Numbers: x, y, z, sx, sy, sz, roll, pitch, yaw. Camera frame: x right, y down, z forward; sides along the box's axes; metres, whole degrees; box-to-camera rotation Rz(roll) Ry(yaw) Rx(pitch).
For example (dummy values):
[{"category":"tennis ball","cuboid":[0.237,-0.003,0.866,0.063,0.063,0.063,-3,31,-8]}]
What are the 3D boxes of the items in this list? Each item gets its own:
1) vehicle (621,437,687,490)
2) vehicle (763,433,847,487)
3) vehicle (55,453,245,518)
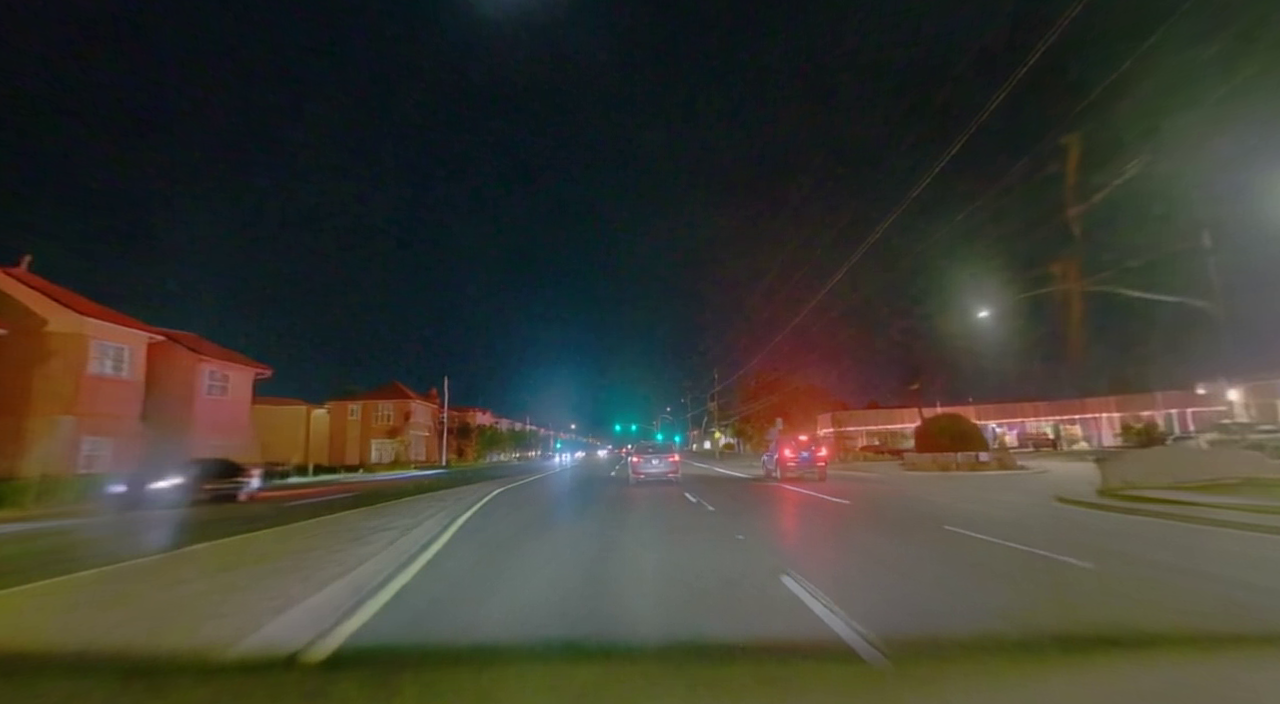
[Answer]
[{"category":"vehicle","cuboid":[0.454,3.936,22.477,2.138,1.702,4.168,0,-9,0]},{"category":"vehicle","cuboid":[6.305,4.173,24.591,2.061,1.889,4.268,0,-9,0]},{"category":"vehicle","cuboid":[-14.252,3.858,18.728,2.011,1.670,4.360,-1,-9,2]}]
